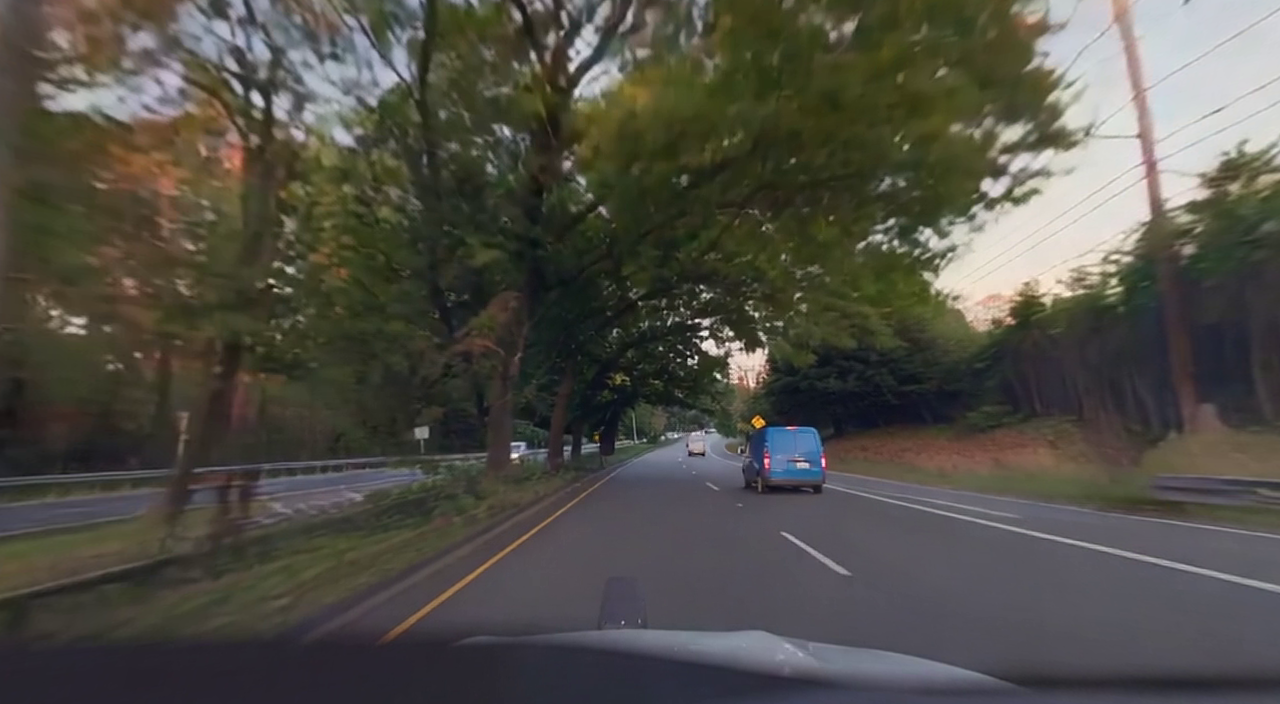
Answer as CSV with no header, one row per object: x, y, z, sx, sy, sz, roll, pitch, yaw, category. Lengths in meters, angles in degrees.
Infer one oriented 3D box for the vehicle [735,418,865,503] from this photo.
4.173,2.963,17.483,2.261,1.969,5.104,0,-9,0,vehicle
